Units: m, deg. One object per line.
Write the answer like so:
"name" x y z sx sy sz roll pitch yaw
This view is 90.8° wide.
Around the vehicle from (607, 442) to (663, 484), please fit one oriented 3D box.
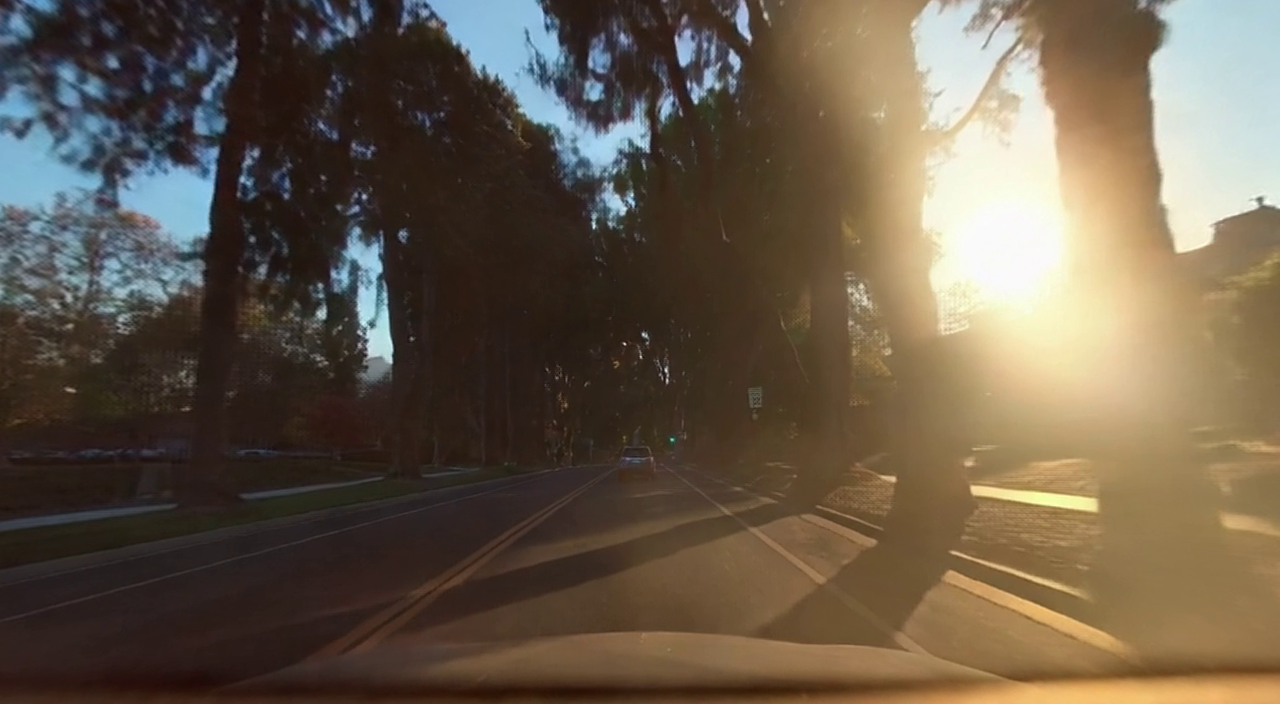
"vehicle" -0.159 4.645 26.772 2.152 1.574 4.223 -1 -8 1
